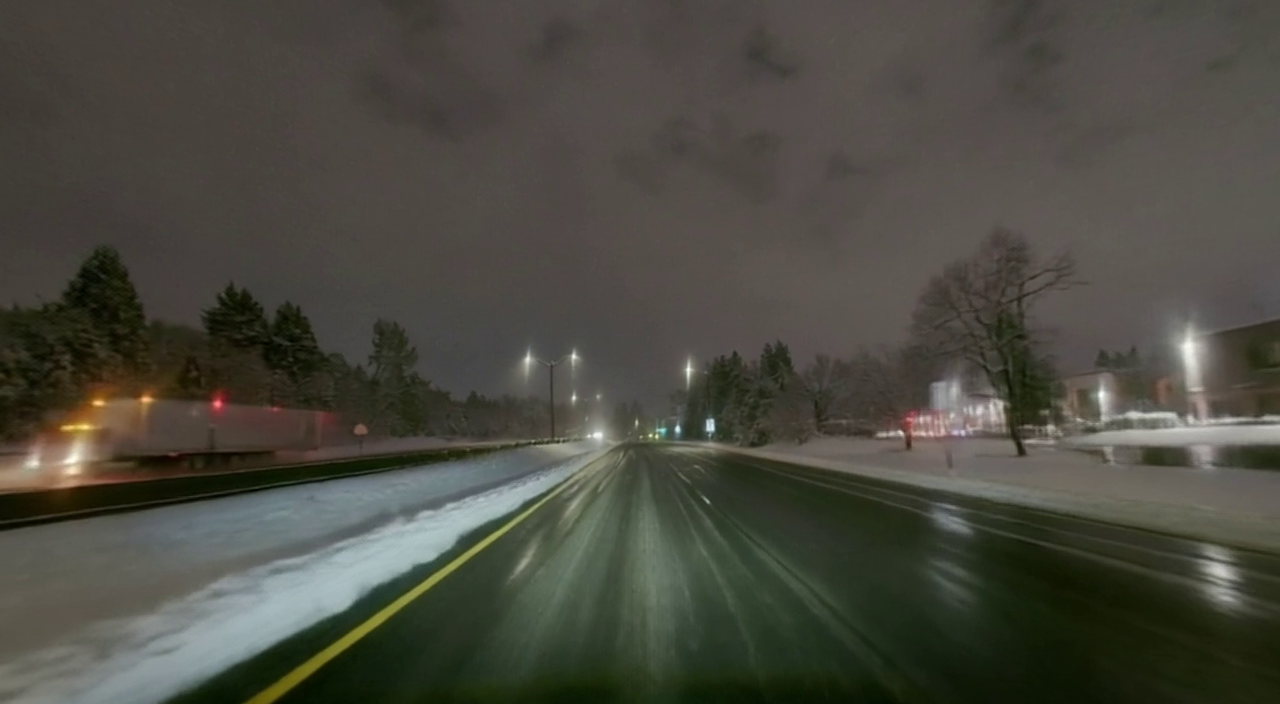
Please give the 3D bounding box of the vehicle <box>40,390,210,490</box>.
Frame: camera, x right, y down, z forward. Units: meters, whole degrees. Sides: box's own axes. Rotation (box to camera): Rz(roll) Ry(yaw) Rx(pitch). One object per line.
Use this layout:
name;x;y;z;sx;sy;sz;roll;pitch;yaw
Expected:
vehicle;-17.388;2.981;21.687;2.575;2.950;4.003;-3;-7;-3
